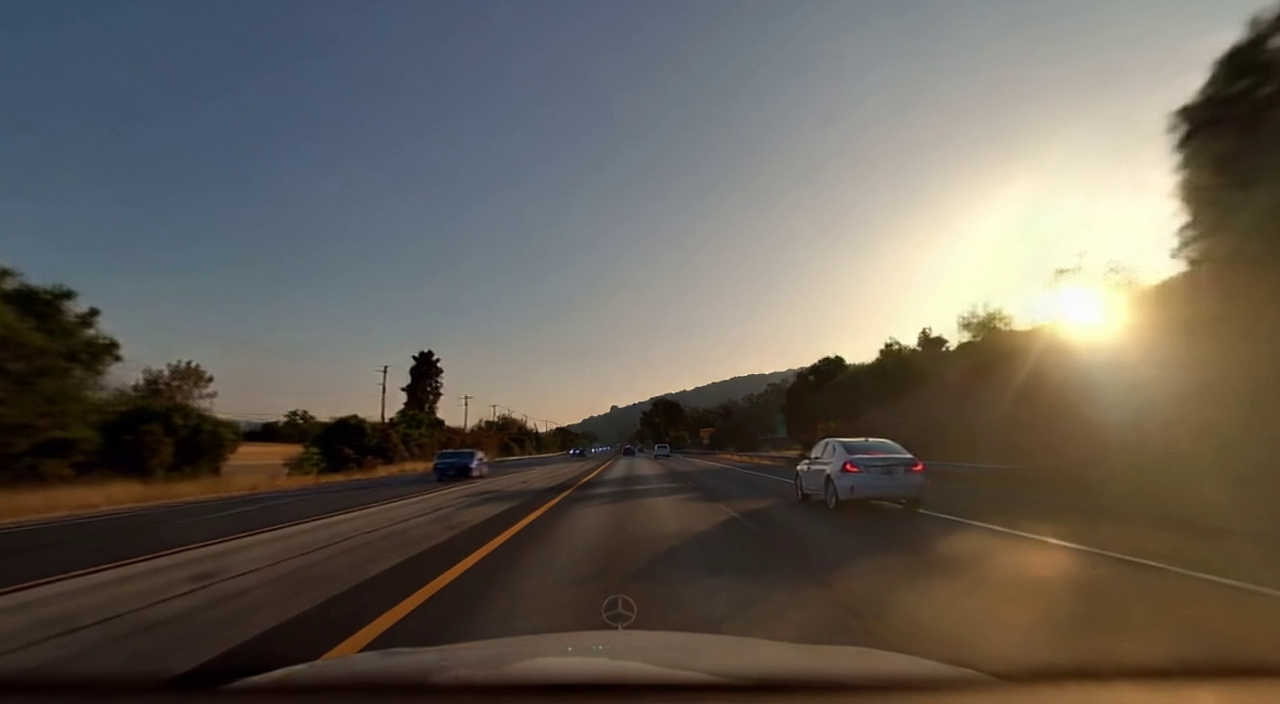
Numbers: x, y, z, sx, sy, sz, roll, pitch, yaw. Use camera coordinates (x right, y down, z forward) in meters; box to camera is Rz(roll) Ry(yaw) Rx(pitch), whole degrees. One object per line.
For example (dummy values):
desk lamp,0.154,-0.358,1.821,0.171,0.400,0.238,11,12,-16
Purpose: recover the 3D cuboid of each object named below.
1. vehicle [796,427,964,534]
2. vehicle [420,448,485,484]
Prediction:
vehicle,4.065,2.220,11.418,2.001,1.555,4.098,-2,-9,9
vehicle,-9.094,5.546,30.839,1.963,1.577,4.320,0,-9,-1
